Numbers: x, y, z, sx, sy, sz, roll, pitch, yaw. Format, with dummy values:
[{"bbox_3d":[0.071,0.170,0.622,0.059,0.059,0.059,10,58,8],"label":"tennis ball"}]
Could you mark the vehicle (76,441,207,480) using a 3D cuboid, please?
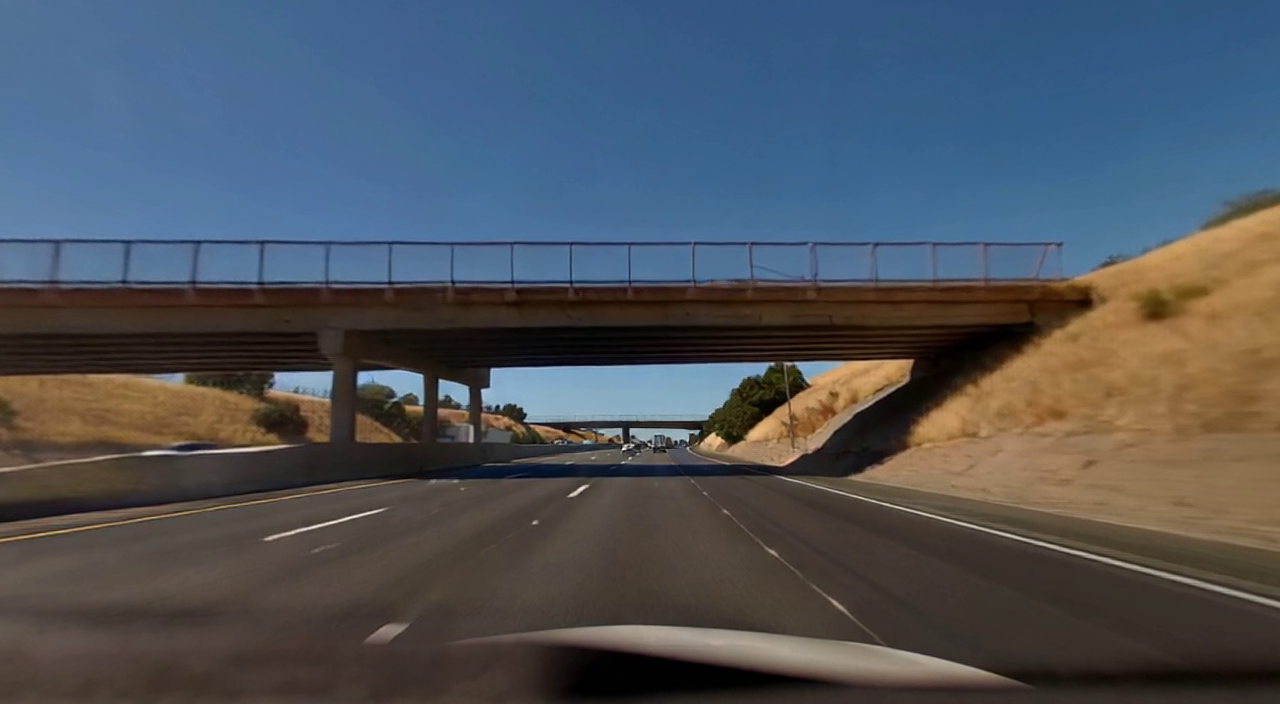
[{"bbox_3d":[-24.607,5.349,31.468,2.048,1.763,5.363,-1,-9,2],"label":"vehicle"}]
